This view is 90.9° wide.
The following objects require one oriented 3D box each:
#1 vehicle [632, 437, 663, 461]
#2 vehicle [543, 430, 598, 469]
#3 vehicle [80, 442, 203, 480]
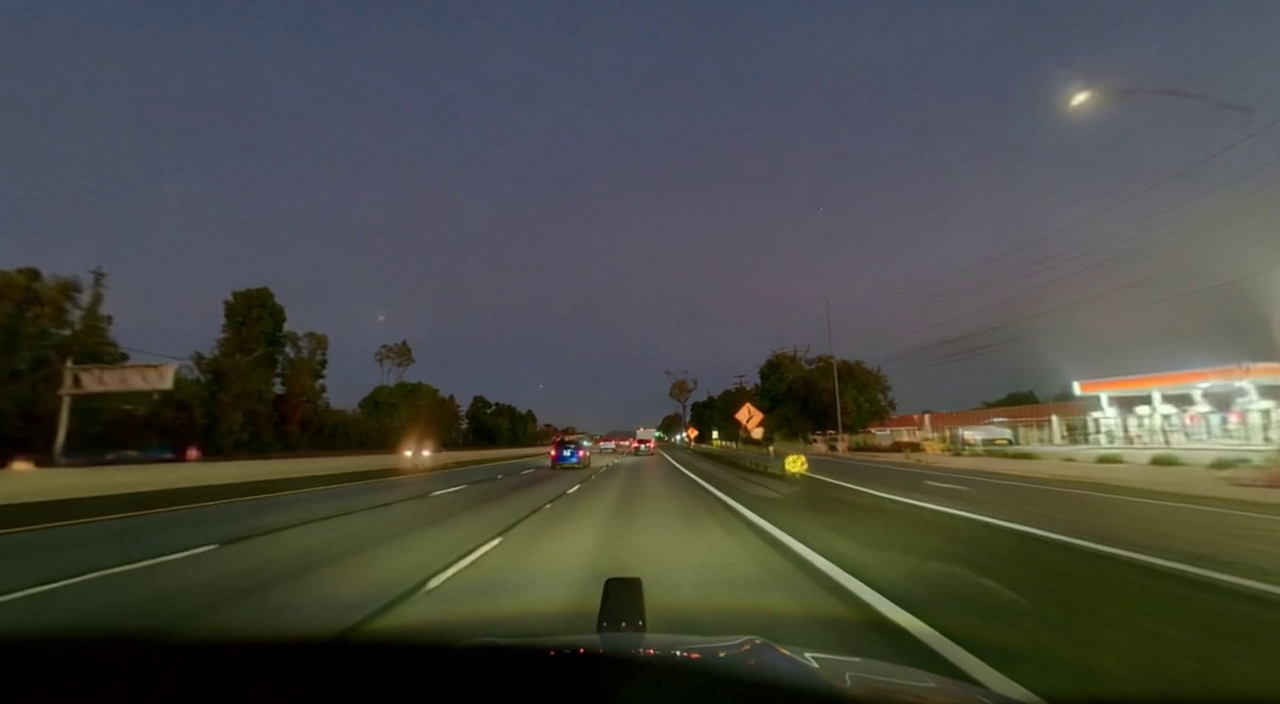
[{"bbox_3d":[0.485,6.568,42.761,1.982,1.524,3.800,0,-8,-1],"label":"vehicle"},{"bbox_3d":[-3.555,5.148,33.334,2.273,1.884,4.515,0,-8,2],"label":"vehicle"},{"bbox_3d":[-23.779,5.199,30.378,1.979,1.641,4.898,0,-8,-1],"label":"vehicle"}]
